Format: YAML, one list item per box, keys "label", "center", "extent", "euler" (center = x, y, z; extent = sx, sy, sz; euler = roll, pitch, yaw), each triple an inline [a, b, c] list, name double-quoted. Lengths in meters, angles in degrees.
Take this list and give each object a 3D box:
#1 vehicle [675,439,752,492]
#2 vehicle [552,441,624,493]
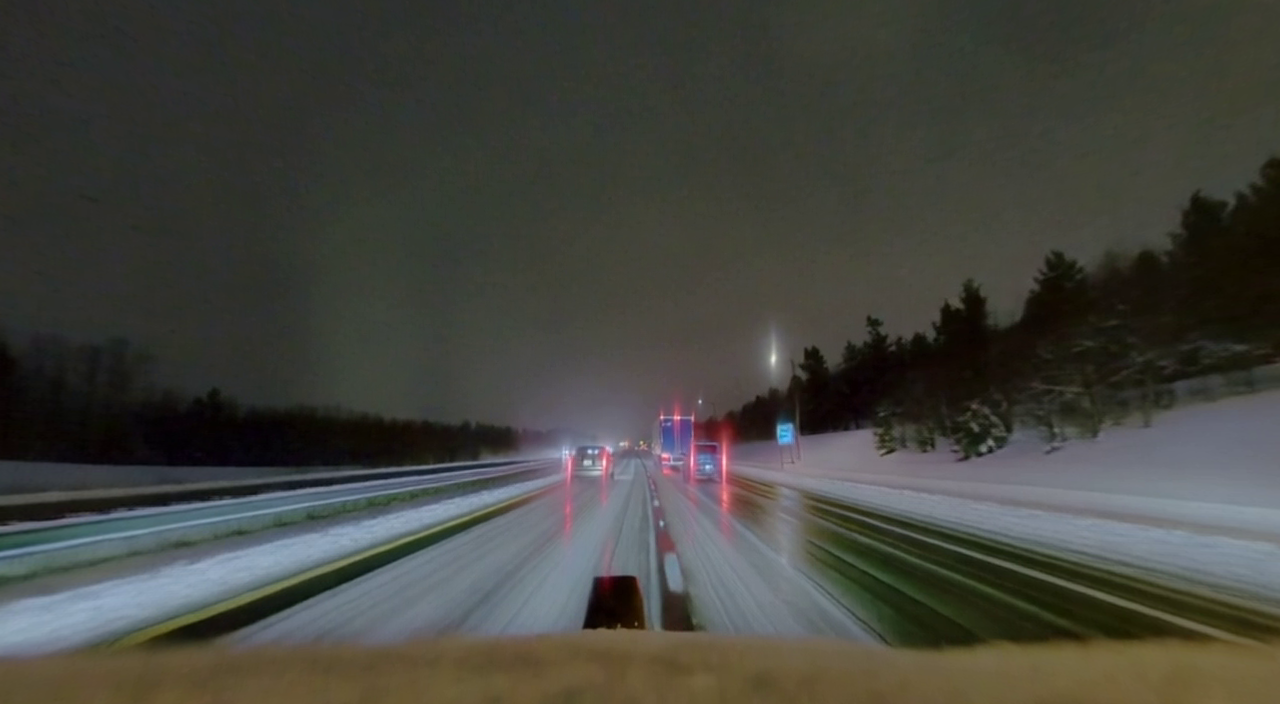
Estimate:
- label: "vehicle"
  center: [2.497, 4.010, 22.427]
  extent: [2.230, 1.715, 4.243]
  euler: [0, -9, 0]
- label: "vehicle"
  center: [-1.728, 4.060, 22.461]
  extent: [2.181, 1.653, 4.691]
  euler: [0, -9, 0]
